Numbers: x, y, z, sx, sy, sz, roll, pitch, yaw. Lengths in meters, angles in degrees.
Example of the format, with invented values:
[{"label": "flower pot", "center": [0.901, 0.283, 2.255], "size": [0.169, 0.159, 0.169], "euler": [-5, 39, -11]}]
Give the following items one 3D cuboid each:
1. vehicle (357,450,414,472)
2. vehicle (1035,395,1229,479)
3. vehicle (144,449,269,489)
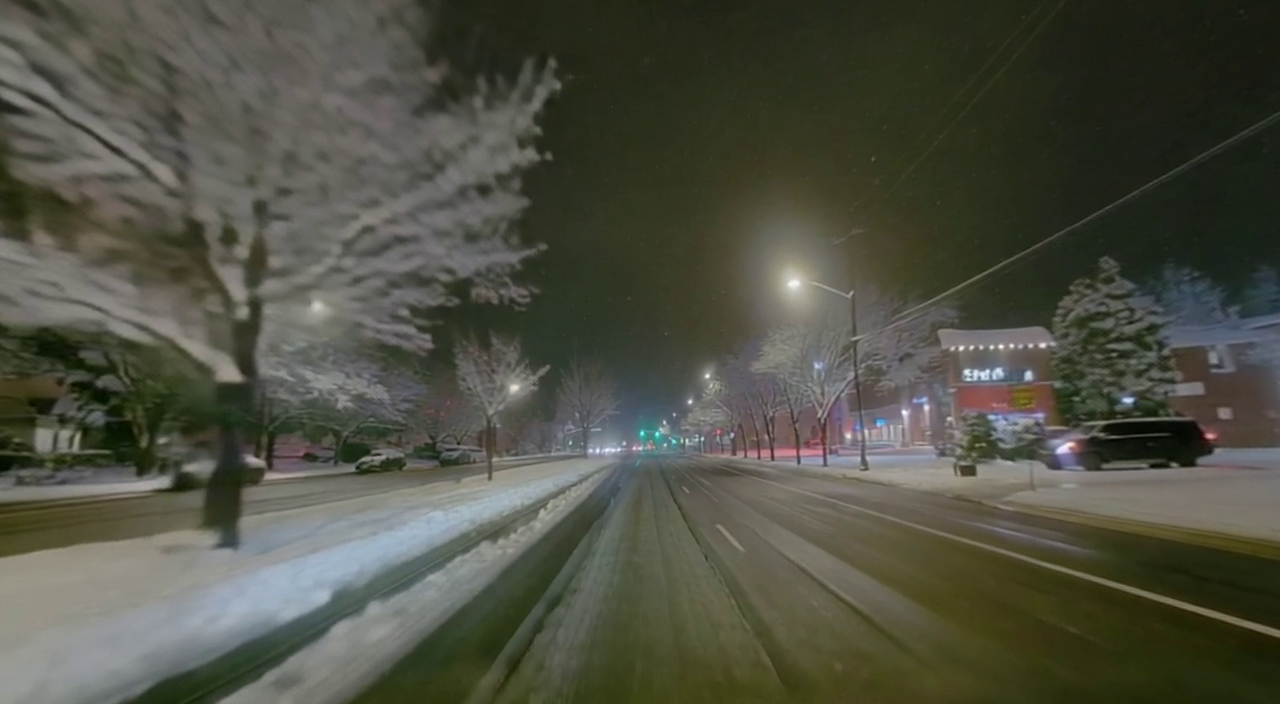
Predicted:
[{"label": "vehicle", "center": [-18.703, 8.023, 46.440], "size": [2.121, 1.567, 5.042], "euler": [0, -9, 0]}, {"label": "vehicle", "center": [21.744, 3.909, 28.460], "size": [2.977, 3.311, 6.892], "euler": [0, -9, -1]}, {"label": "vehicle", "center": [-19.091, 5.151, 27.994], "size": [2.071, 1.595, 4.822], "euler": [0, -9, 1]}]
